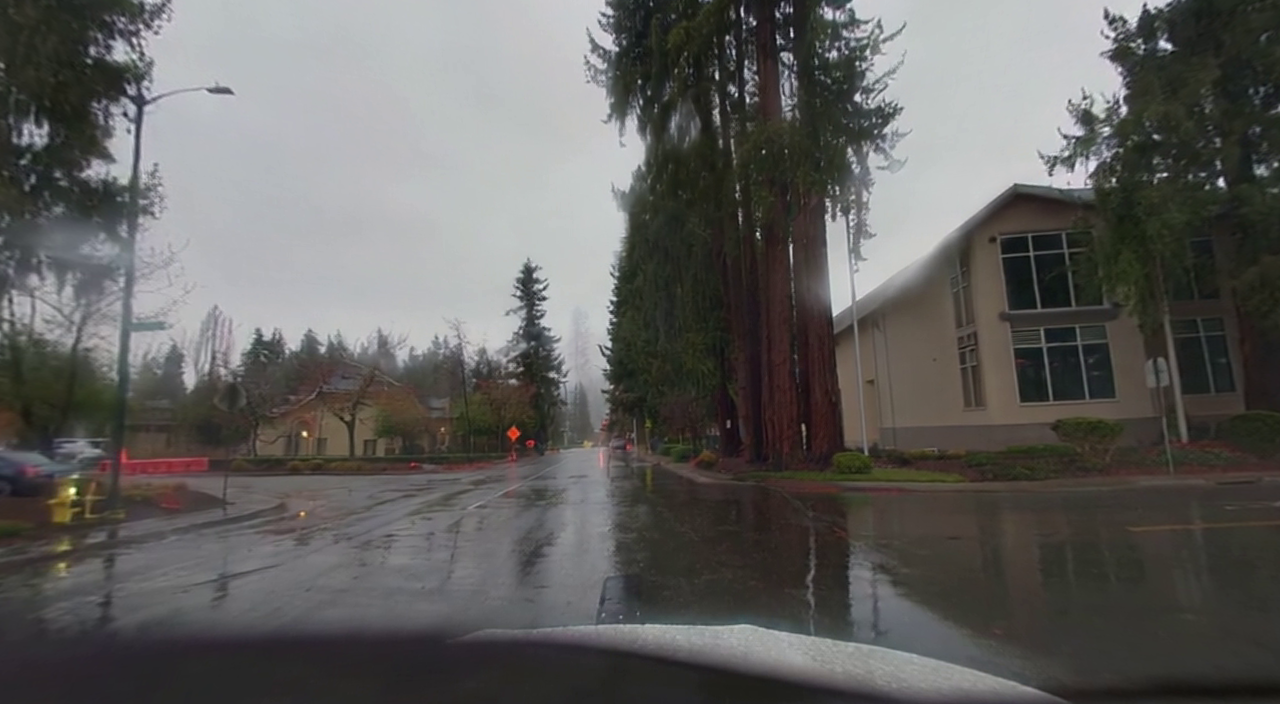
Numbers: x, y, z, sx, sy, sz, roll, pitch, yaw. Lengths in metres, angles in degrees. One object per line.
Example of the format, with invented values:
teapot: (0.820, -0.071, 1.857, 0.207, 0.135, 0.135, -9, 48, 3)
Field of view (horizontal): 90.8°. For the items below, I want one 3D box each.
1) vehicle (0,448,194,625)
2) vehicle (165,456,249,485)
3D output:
vehicle: (-7.652, 1.676, 5.258, 2.961, 1.701, 7.563, 1, -8, -5)
vehicle: (-23.607, 6.452, 34.665, 1.771, 1.432, 4.363, 1, -8, -5)
